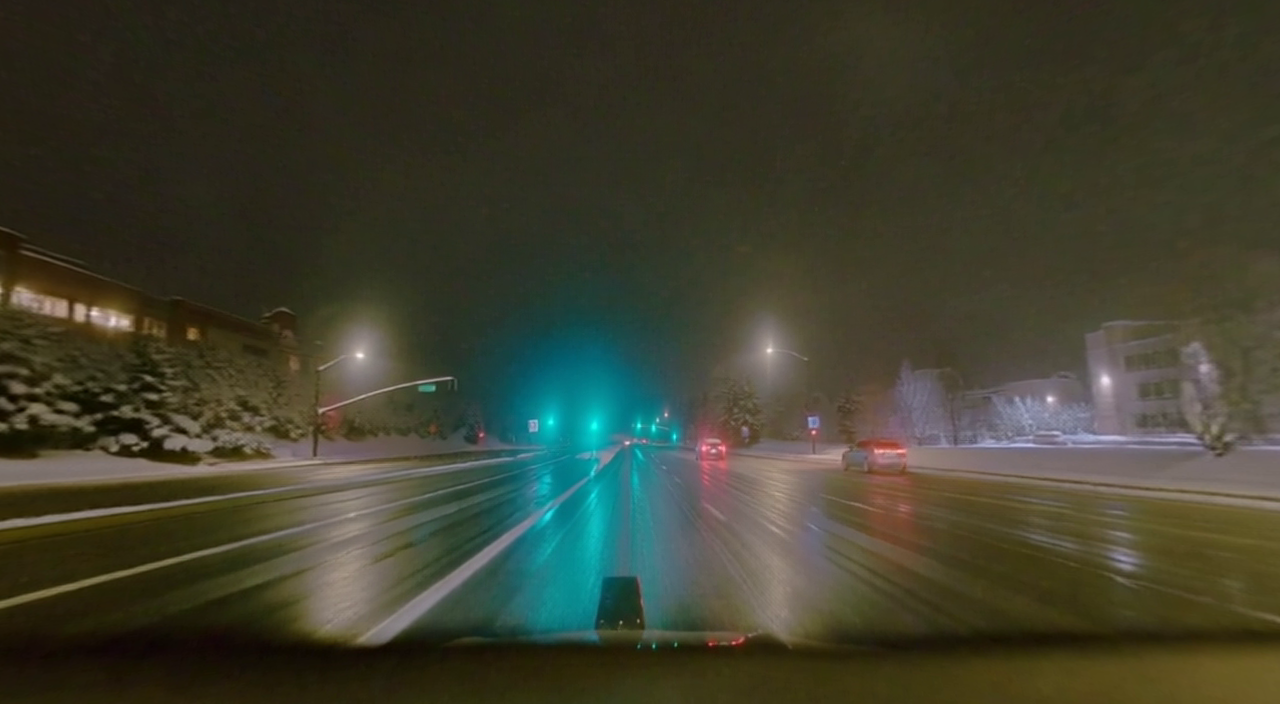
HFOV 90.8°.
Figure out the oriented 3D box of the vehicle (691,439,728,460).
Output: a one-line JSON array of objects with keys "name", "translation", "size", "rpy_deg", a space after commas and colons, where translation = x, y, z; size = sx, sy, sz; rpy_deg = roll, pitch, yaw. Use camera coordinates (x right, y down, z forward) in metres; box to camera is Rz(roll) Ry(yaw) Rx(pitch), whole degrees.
[{"name": "vehicle", "translation": [5.118, 7.315, 47.253], "size": [2.187, 1.475, 4.529], "rpy_deg": [0, -9, -1]}]
